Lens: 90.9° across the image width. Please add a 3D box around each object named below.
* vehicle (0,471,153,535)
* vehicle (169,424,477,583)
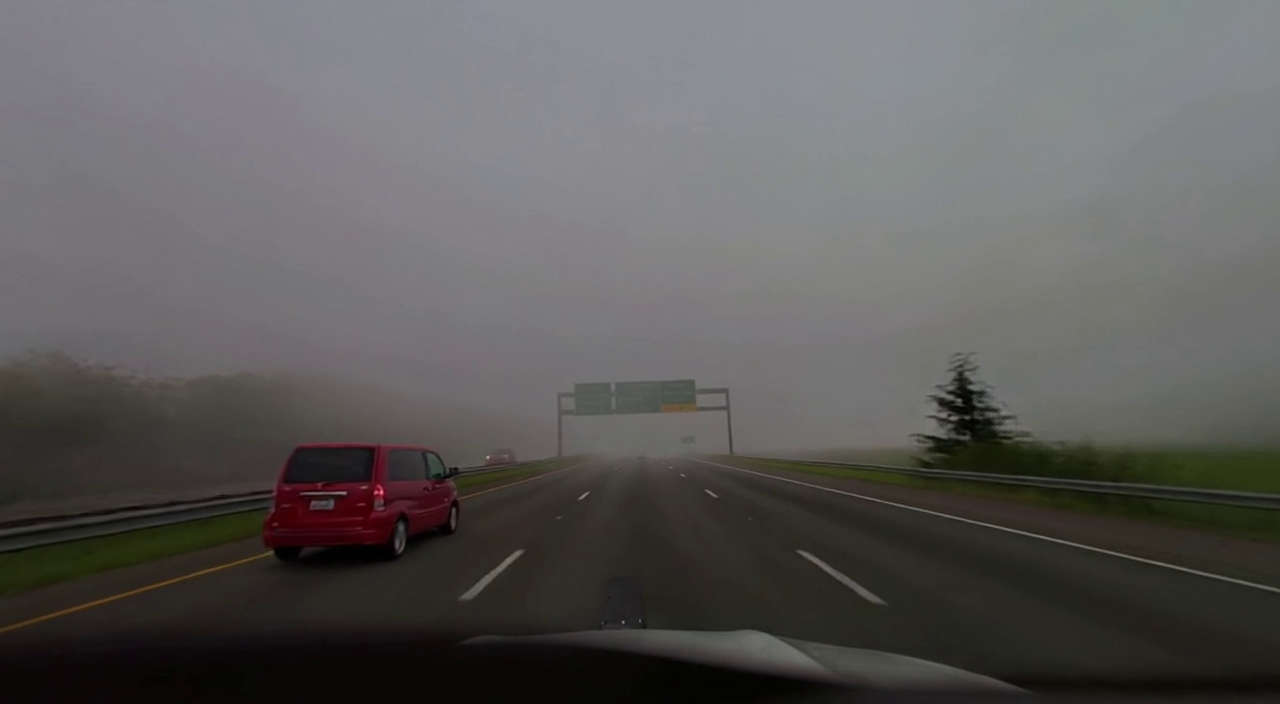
[{"bbox_3d":[-15.016,3.633,15.444,2.194,1.224,4.957,0,-9,0],"label":"vehicle"},{"bbox_3d":[-3.555,1.764,8.085,1.815,1.500,4.036,0,-9,0],"label":"vehicle"}]
